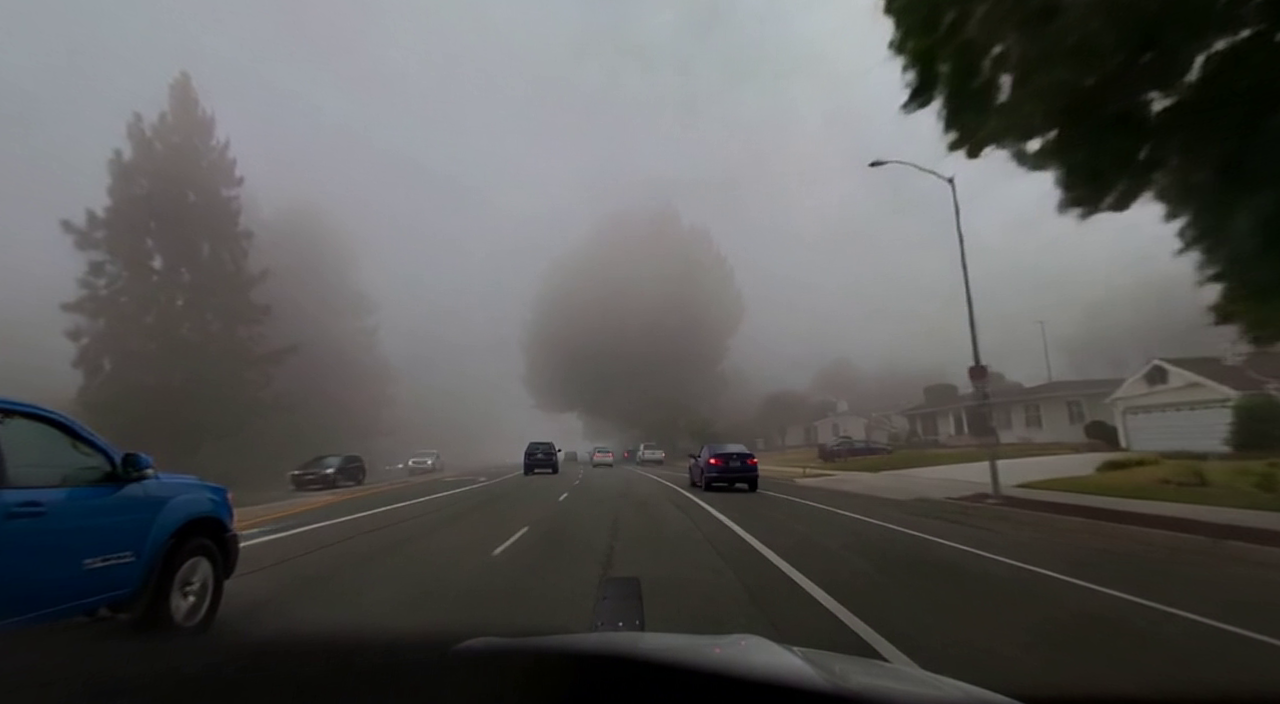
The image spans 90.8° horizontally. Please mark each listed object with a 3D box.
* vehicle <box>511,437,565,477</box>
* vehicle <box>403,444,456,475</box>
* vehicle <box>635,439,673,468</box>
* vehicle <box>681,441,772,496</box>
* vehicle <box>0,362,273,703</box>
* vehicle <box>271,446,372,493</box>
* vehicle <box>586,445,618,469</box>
[{"bbox_3d":[-5.064,5.239,31.900,2.218,1.829,4.492,1,-8,-3],"label":"vehicle"},{"bbox_3d":[-14.275,7.259,43.146,2.206,1.939,4.859,1,-8,-4],"label":"vehicle"},{"bbox_3d":[0.926,6.972,43.648,2.099,1.845,4.363,1,-8,-6],"label":"vehicle"},{"bbox_3d":[2.453,3.407,18.976,1.884,1.463,4.195,1,-8,-4],"label":"vehicle"},{"bbox_3d":[-4.048,0.853,2.462,2.111,1.745,5.274,0,-8,-1],"label":"vehicle"},{"bbox_3d":[-12.812,4.714,25.747,2.017,1.691,4.351,1,-8,-3],"label":"vehicle"},{"bbox_3d":[-2.622,7.045,42.761,2.030,1.477,4.330,1,-8,-5],"label":"vehicle"}]
